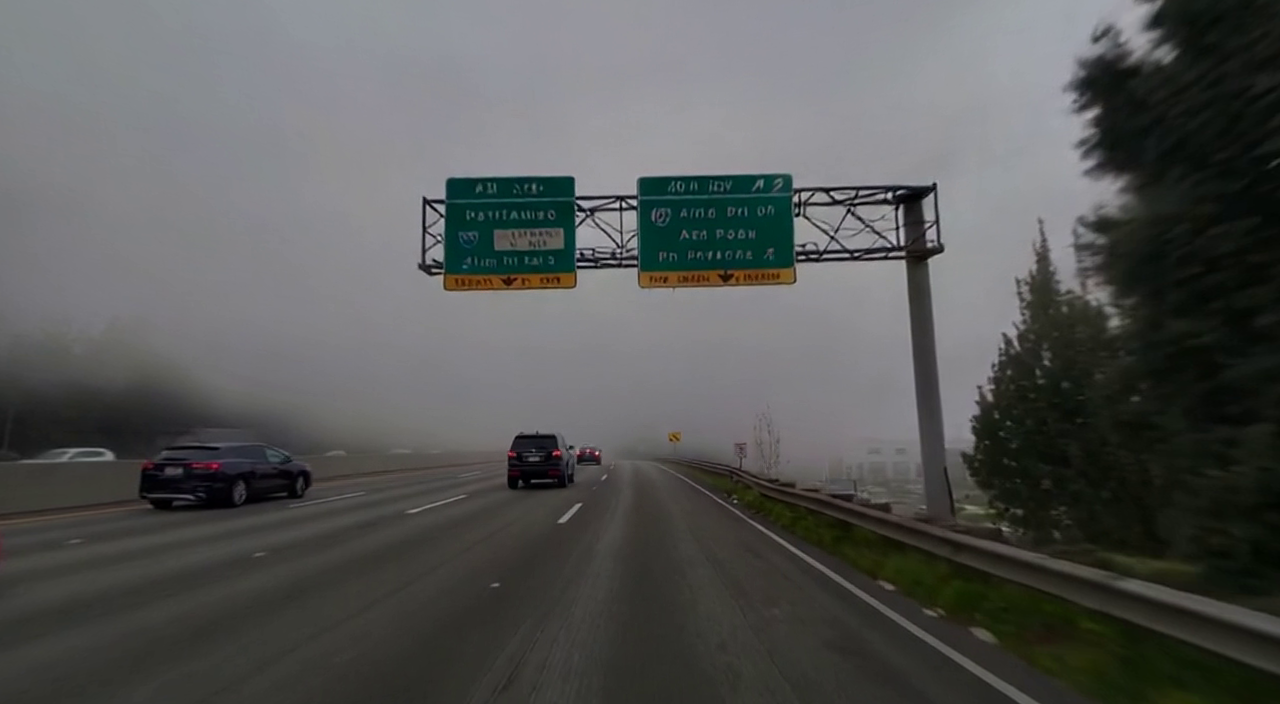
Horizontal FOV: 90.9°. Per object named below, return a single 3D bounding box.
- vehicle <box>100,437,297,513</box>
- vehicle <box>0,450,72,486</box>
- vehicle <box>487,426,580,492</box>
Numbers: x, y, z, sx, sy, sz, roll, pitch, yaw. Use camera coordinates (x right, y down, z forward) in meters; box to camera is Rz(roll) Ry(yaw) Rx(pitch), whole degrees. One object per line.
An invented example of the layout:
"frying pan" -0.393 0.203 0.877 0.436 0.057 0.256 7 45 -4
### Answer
"vehicle" -11.053 3.051 16.285 1.919 1.665 4.394 0 -8 -1
"vehicle" -30.784 5.645 30.897 1.826 1.651 4.480 0 -8 -2
"vehicle" -3.500 3.660 21.923 2.301 1.985 5.247 0 -8 0
